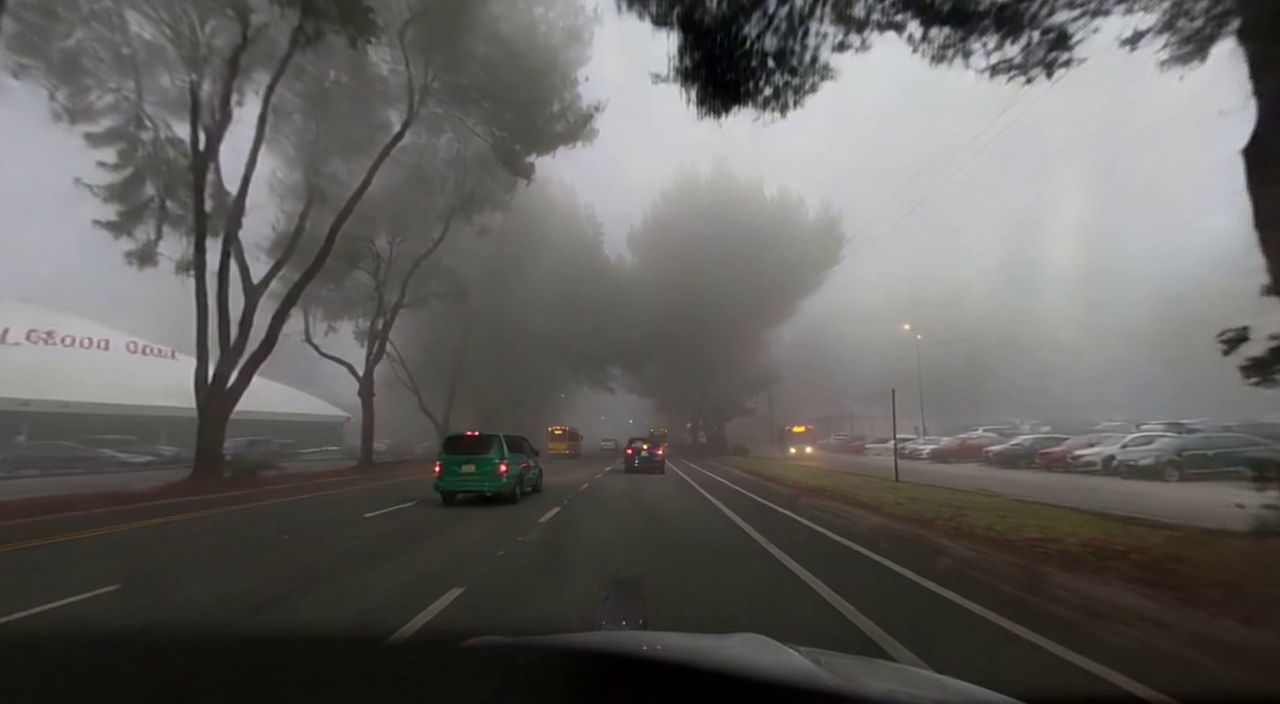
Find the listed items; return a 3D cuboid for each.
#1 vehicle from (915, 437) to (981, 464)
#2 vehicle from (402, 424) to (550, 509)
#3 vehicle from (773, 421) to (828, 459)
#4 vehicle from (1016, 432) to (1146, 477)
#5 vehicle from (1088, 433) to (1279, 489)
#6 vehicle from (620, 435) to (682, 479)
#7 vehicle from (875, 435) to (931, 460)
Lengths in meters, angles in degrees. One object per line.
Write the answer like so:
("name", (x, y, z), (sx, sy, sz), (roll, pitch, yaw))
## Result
("vehicle", (18.794, 6.026, 38.675), (1.826, 1.532, 4.290), (0, -9, -1))
("vehicle", (-3.529, 2.571, 14.533), (2.148, 1.636, 4.199), (0, -9, 2))
("vehicle", (12.290, 6.849, 48.944), (2.754, 2.711, 6.196), (0, -9, 2))
("vehicle", (18.710, 4.365, 27.091), (1.965, 1.749, 4.838), (0, -9, -2))
("vehicle", (18.767, 3.702, 21.809), (2.229, 1.661, 5.991), (0, -9, 1))
("vehicle", (0.338, 3.954, 23.871), (2.123, 1.498, 4.226), (0, -9, -1))
("vehicle", (18.673, 6.793, 44.997), (1.841, 1.680, 4.842), (0, -9, -1))
